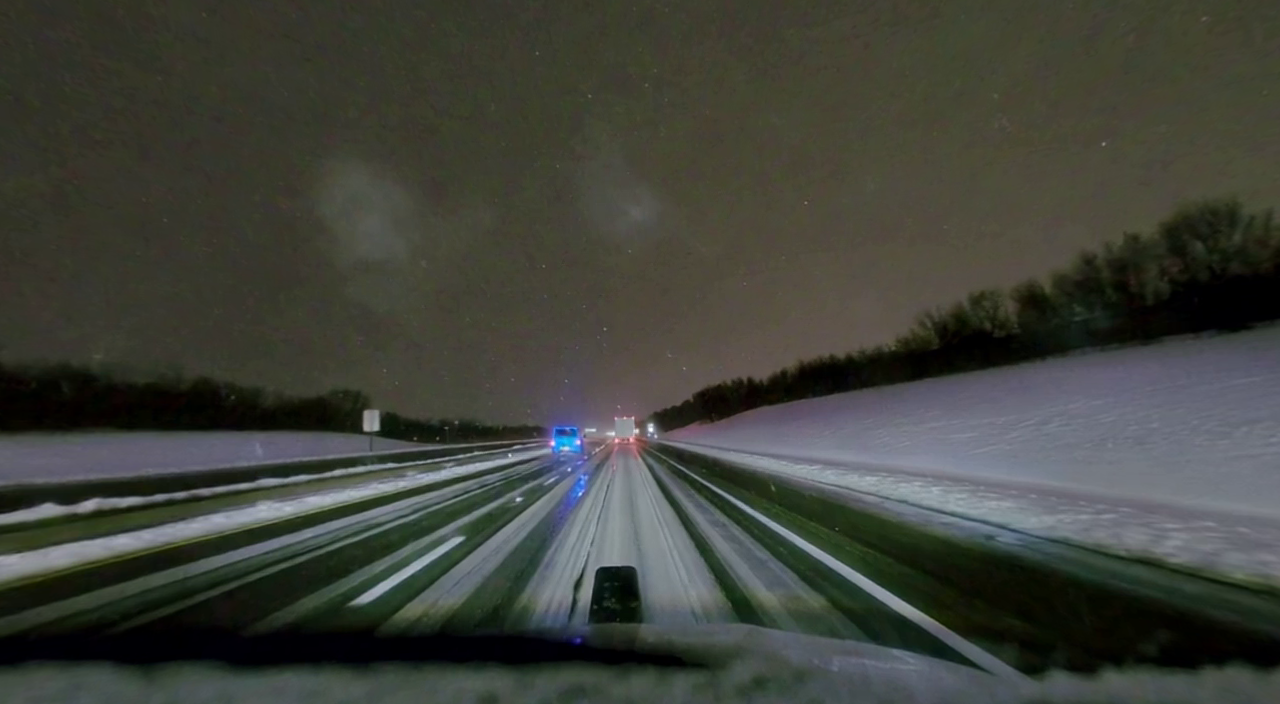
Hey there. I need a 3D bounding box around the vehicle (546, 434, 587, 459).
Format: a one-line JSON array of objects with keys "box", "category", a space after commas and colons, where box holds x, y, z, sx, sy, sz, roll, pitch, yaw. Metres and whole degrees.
[{"box": [-4.716, 6.123, 41.207, 2.302, 1.523, 4.383, 0, -8, -2], "category": "vehicle"}]
